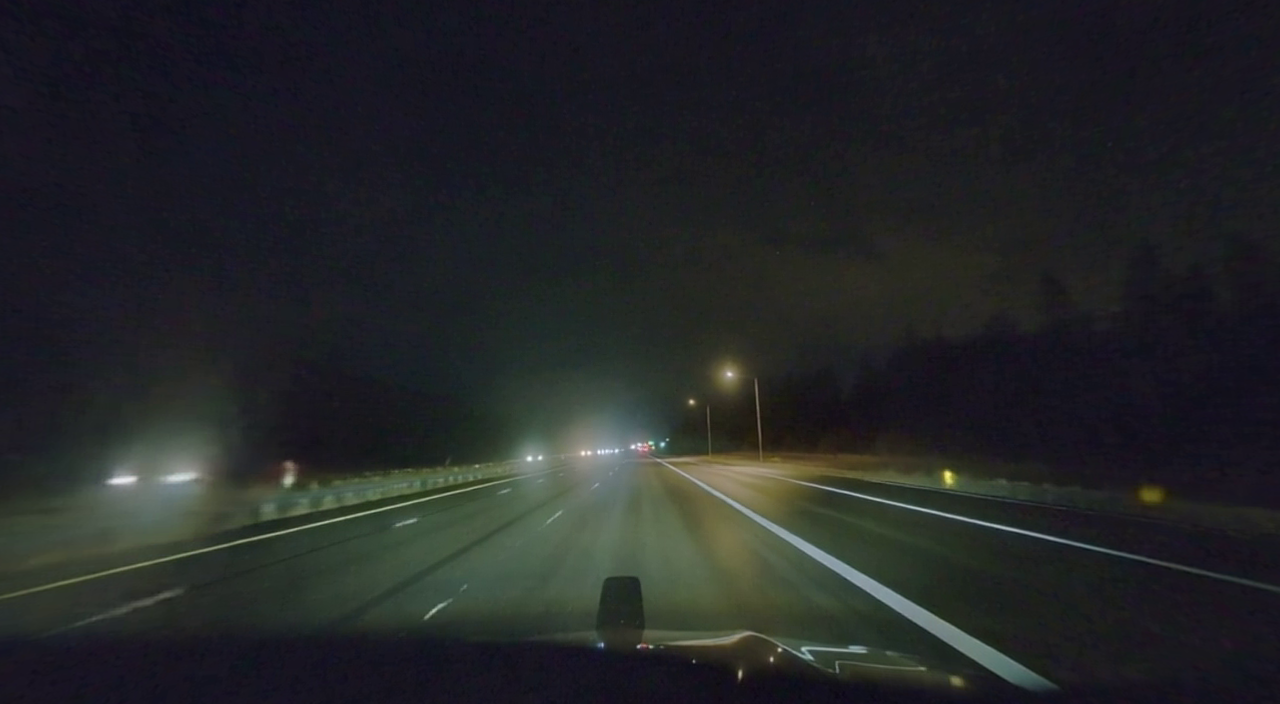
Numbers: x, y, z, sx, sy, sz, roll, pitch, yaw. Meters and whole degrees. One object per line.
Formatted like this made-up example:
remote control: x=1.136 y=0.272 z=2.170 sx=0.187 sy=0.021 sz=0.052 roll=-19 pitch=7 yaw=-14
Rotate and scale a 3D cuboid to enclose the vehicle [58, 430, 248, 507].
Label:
vehicle: x=-16.092 y=3.858 z=21.368 sx=2.224 sy=2.271 sz=5.154 roll=0 pitch=-9 yaw=1
